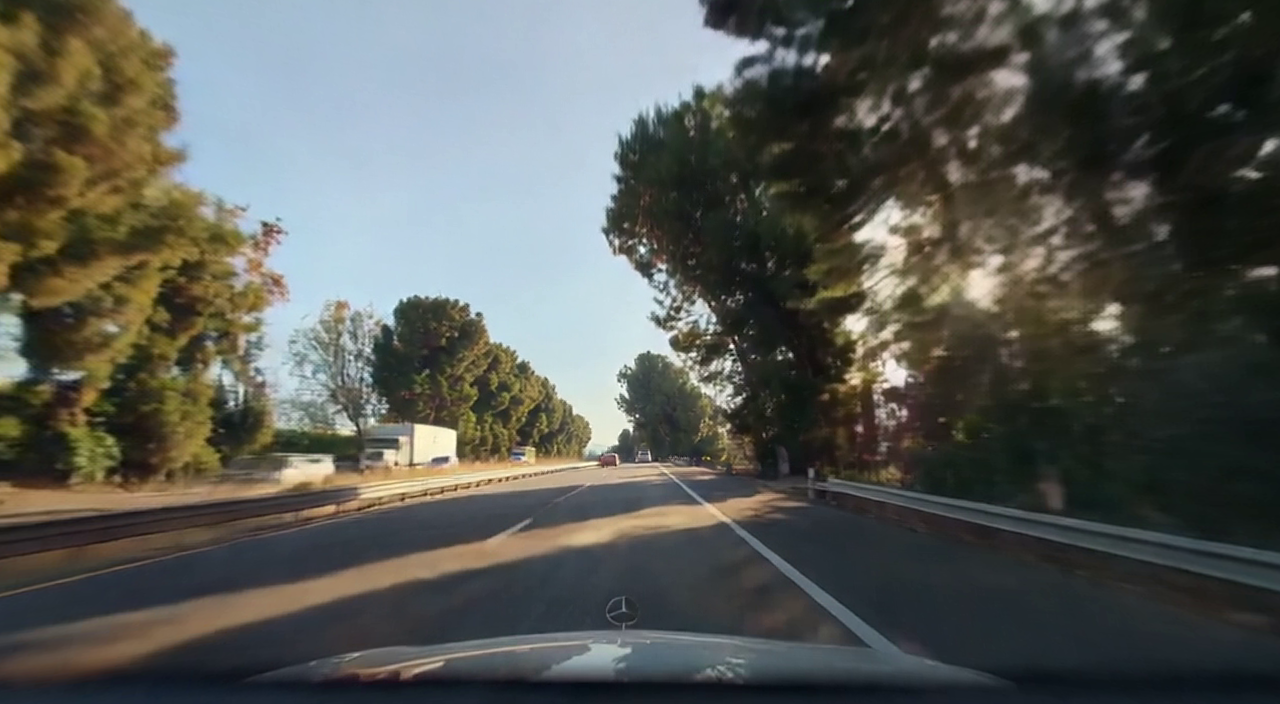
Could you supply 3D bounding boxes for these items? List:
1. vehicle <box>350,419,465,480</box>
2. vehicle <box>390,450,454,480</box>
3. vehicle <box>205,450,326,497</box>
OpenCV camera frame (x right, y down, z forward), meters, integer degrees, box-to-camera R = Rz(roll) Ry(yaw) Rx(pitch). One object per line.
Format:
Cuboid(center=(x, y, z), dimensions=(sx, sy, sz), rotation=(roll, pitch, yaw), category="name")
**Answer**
Cuboid(center=(-16.794, 7.353, 47.397), dimensions=(2.842, 3.828, 14.939), rotation=(-1, -9, 1), category="vehicle")
Cuboid(center=(-12.506, 6.501, 36.422), dimensions=(1.997, 1.585, 4.539), rotation=(0, -9, 1), category="vehicle")
Cuboid(center=(-14.726, 4.773, 25.144), dimensions=(1.934, 1.685, 4.447), rotation=(-1, -9, 3), category="vehicle")
